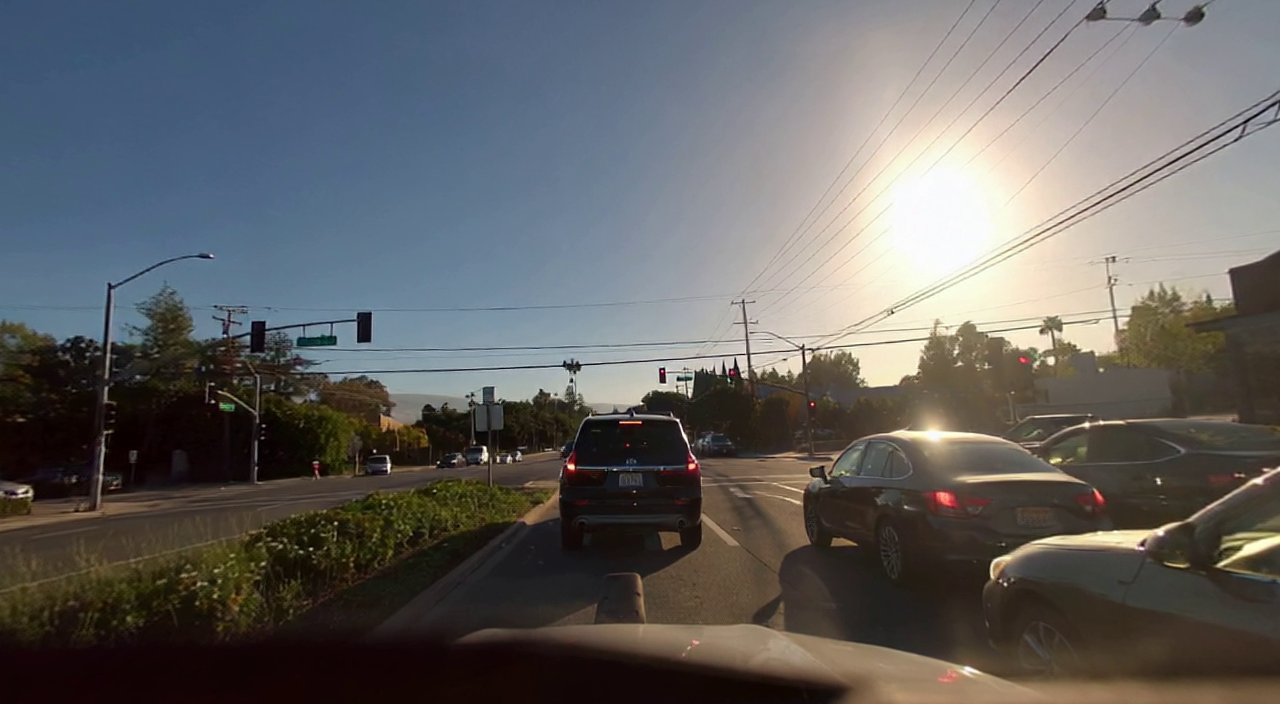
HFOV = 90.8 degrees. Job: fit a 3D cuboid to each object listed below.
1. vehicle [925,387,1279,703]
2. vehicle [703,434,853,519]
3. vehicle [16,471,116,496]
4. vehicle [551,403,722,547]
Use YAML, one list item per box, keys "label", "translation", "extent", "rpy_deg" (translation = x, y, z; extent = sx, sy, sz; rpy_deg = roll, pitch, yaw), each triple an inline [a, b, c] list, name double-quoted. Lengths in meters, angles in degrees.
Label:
- label: "vehicle"
  translation: [2.729, 0.808, 1.571]
  extent: [2.004, 1.460, 4.297]
  rpy_deg: [0, -9, 0]
- label: "vehicle"
  translation: [2.659, 2.523, 13.355]
  extent: [2.025, 1.477, 4.333]
  rpy_deg: [0, -9, -2]
- label: "vehicle"
  translation: [-38.349, 8.777, 42.308]
  extent: [4.569, 1.505, 1.992]
  rpy_deg: [0, -9, -5]
- label: "vehicle"
  translation: [-0.127, 1.970, 10.758]
  extent: [2.236, 1.856, 4.816]
  rpy_deg: [0, -9, -2]
